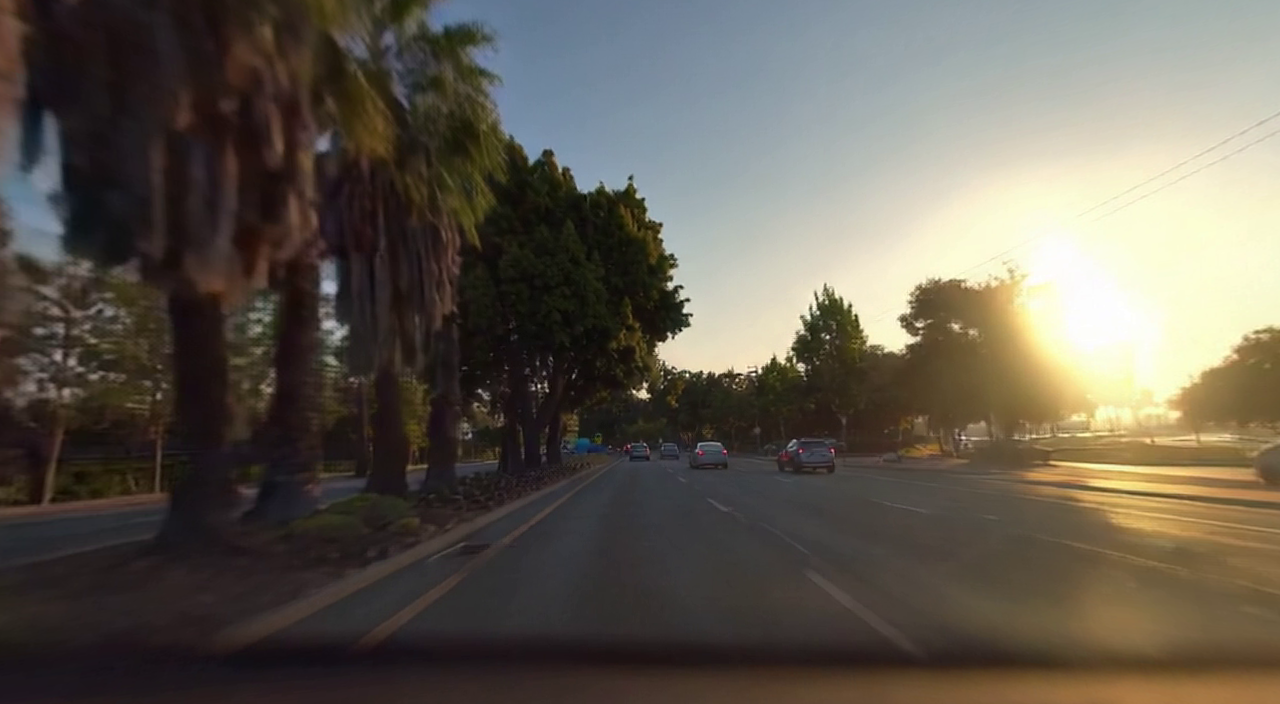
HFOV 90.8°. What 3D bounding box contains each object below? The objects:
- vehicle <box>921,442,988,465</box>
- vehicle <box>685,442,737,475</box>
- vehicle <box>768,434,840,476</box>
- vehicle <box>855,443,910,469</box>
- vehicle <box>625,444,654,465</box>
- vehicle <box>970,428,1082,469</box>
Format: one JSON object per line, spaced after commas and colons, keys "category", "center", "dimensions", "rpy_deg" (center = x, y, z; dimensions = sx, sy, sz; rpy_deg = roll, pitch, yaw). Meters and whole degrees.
{"category": "vehicle", "center": [20.867, 6.744, 42.141], "dimensions": [1.822, 1.456, 4.860], "rpy_deg": [0, -9, -2]}
{"category": "vehicle", "center": [3.328, 5.095, 30.494], "dimensions": [1.875, 1.452, 4.453], "rpy_deg": [0, -9, -2]}
{"category": "vehicle", "center": [7.008, 4.460, 27.479], "dimensions": [1.916, 1.646, 4.258], "rpy_deg": [0, -9, -1]}
{"category": "vehicle", "center": [14.367, 6.161, 37.569], "dimensions": [1.743, 1.505, 3.682], "rpy_deg": [0, -9, -1]}
{"category": "vehicle", "center": [-0.079, 7.663, 47.251], "dimensions": [2.031, 1.444, 4.361], "rpy_deg": [0, -9, -1]}
{"category": "vehicle", "center": [20.982, 5.304, 34.768], "dimensions": [2.304, 2.044, 5.894], "rpy_deg": [0, -9, -2]}
